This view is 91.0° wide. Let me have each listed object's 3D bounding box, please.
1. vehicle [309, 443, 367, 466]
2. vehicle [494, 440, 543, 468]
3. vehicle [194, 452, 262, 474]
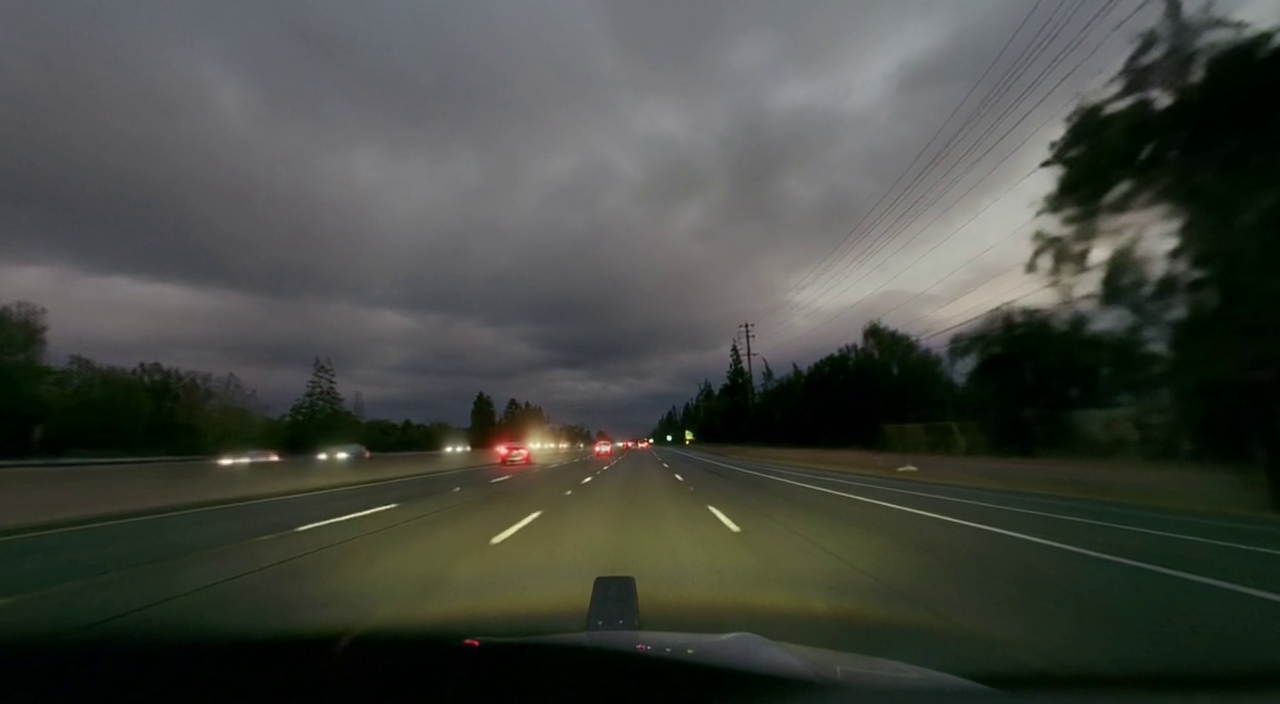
[{"bbox_3d":[-22.089,7.534,46.293,2.050,1.583,4.506,0,-9,0],"label":"vehicle"},{"bbox_3d":[-7.303,6.201,38.347,2.034,1.563,4.476,0,-9,1],"label":"vehicle"},{"bbox_3d":[-29.075,7.833,44.641,1.812,1.501,4.462,0,-9,0],"label":"vehicle"}]
